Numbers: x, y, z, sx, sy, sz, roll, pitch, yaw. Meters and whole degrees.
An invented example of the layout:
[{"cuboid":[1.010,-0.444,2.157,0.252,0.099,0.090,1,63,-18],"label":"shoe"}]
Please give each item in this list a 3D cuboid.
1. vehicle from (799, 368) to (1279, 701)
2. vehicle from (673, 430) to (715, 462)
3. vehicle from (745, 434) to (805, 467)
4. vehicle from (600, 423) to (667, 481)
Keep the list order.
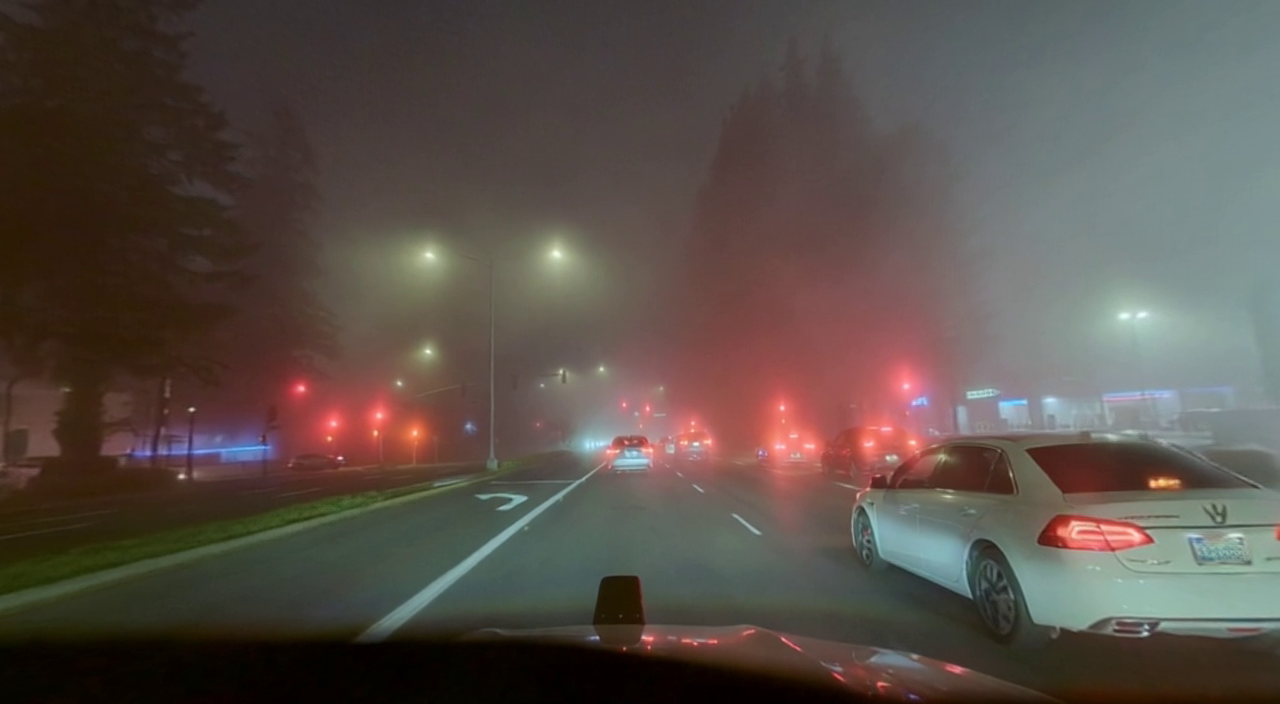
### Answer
[{"cuboid":[3.095,1.234,5.492,2.153,1.658,4.485,0,-8,-1],"label":"vehicle"},{"cuboid":[3.108,5.551,37.292,2.000,1.745,4.206,0,-8,-2],"label":"vehicle"},{"cuboid":[6.364,4.696,30.236,1.883,1.452,4.258,0,-8,-1],"label":"vehicle"},{"cuboid":[-0.252,3.462,22.077,2.106,1.798,4.168,0,-8,-1],"label":"vehicle"}]
